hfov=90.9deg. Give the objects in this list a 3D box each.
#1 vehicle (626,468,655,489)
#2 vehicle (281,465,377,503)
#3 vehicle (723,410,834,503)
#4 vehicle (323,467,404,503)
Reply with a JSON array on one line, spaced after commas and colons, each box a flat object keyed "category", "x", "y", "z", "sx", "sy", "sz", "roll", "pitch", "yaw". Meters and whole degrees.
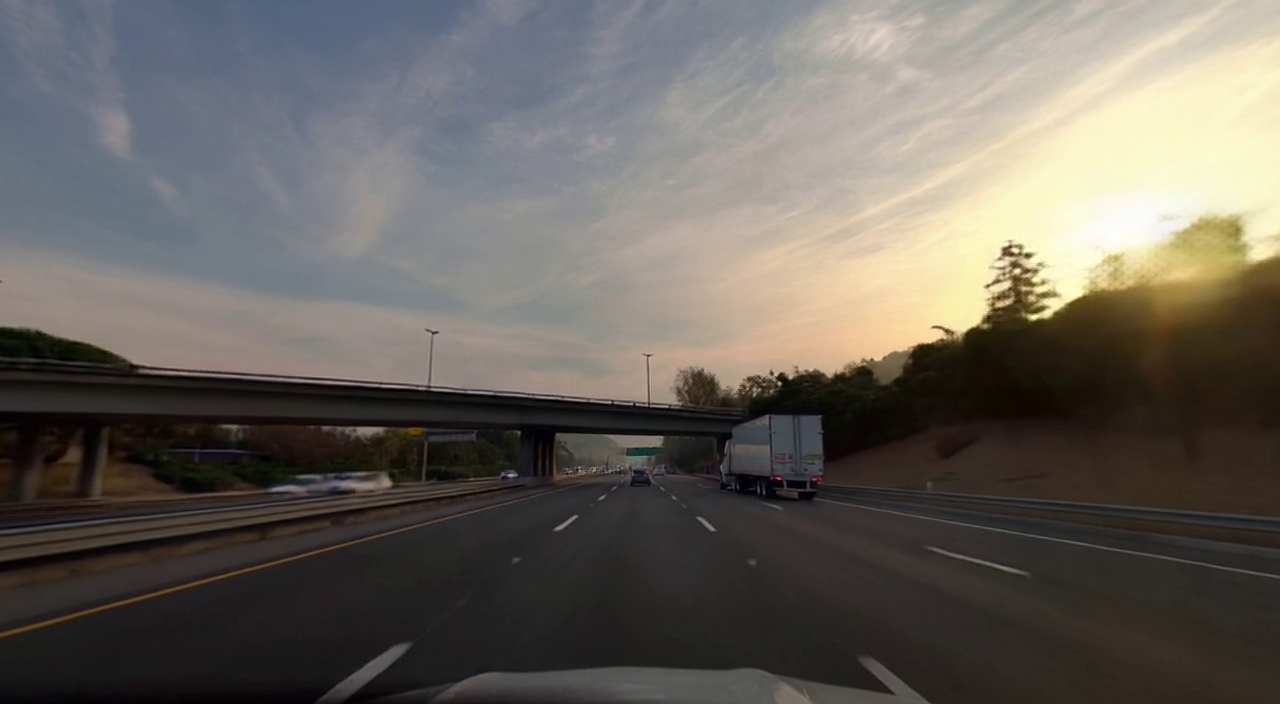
[{"category": "vehicle", "x": 0.033, "y": 9.209, "z": 46.031, "sx": 2.029, "sy": 1.459, "sz": 3.684, "roll": 1, "pitch": -10, "yaw": 0}, {"category": "vehicle", "x": -14.340, "y": 6.103, "z": 29.375, "sx": 1.959, "sy": 1.556, "sz": 4.783, "roll": 0, "pitch": -10, "yaw": 1}, {"category": "vehicle", "x": 7.066, "y": 5.896, "z": 34.975, "sx": 2.926, "sy": 4.073, "sz": 13.836, "roll": 1, "pitch": -10, "yaw": 0}, {"category": "vehicle", "x": -11.374, "y": 5.487, "z": 26.184, "sx": 1.651, "sy": 1.370, "sz": 3.641, "roll": 1, "pitch": -10, "yaw": 0}]
